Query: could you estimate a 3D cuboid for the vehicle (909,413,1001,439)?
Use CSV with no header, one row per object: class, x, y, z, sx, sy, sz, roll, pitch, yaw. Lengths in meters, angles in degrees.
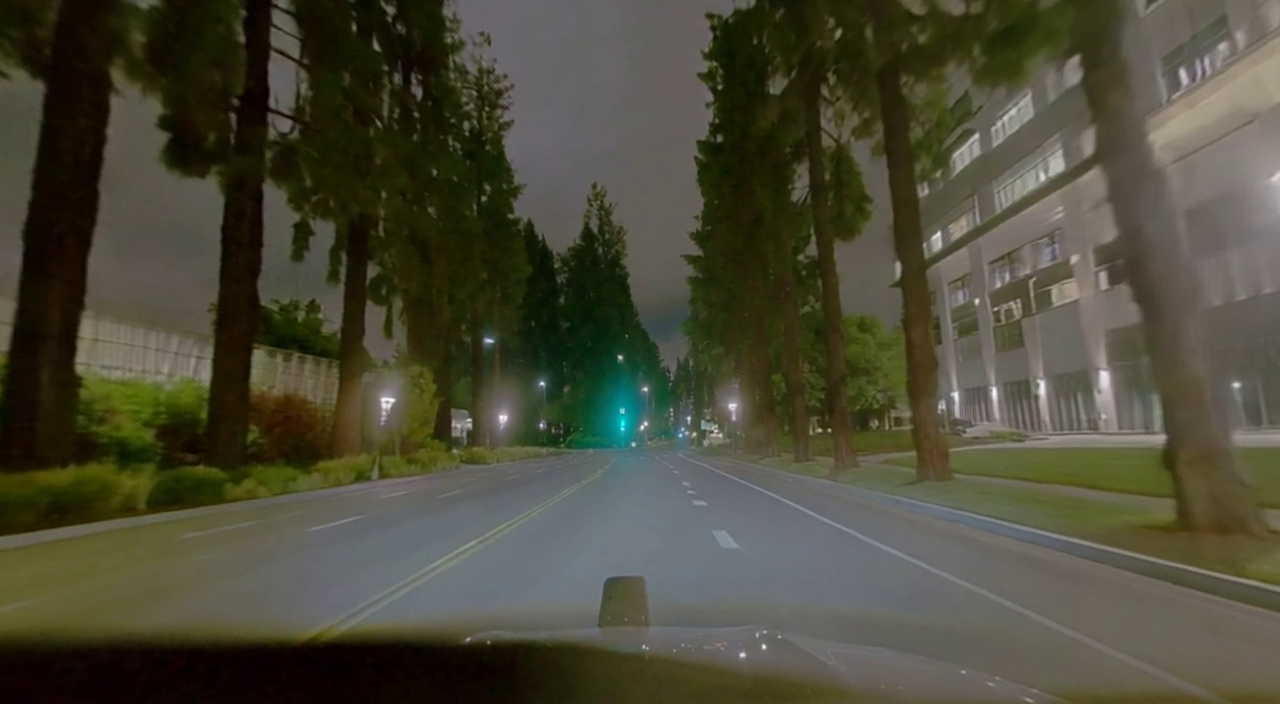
vehicle,22.939,5.412,46.037,5.623,1.647,1.832,-2,-6,0
